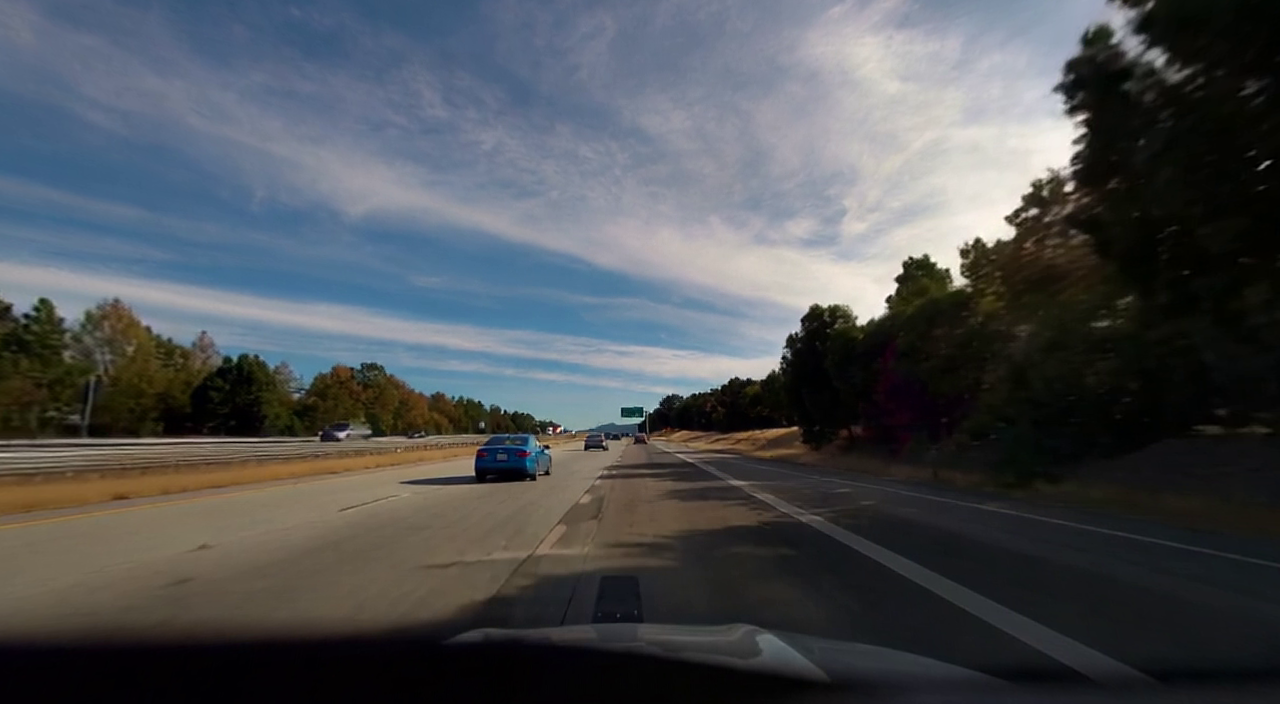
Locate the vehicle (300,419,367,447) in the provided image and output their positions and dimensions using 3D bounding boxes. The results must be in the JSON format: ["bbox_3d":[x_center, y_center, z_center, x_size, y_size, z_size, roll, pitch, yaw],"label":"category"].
[{"bbox_3d":[-20.819,5.562,43.074,2.054,1.845,5.089,0,-8,0],"label":"vehicle"}]

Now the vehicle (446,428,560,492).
[{"bbox_3d":[-3.378,2.737,16.385,1.977,1.443,4.225,0,-8,1],"label":"vehicle"}]
